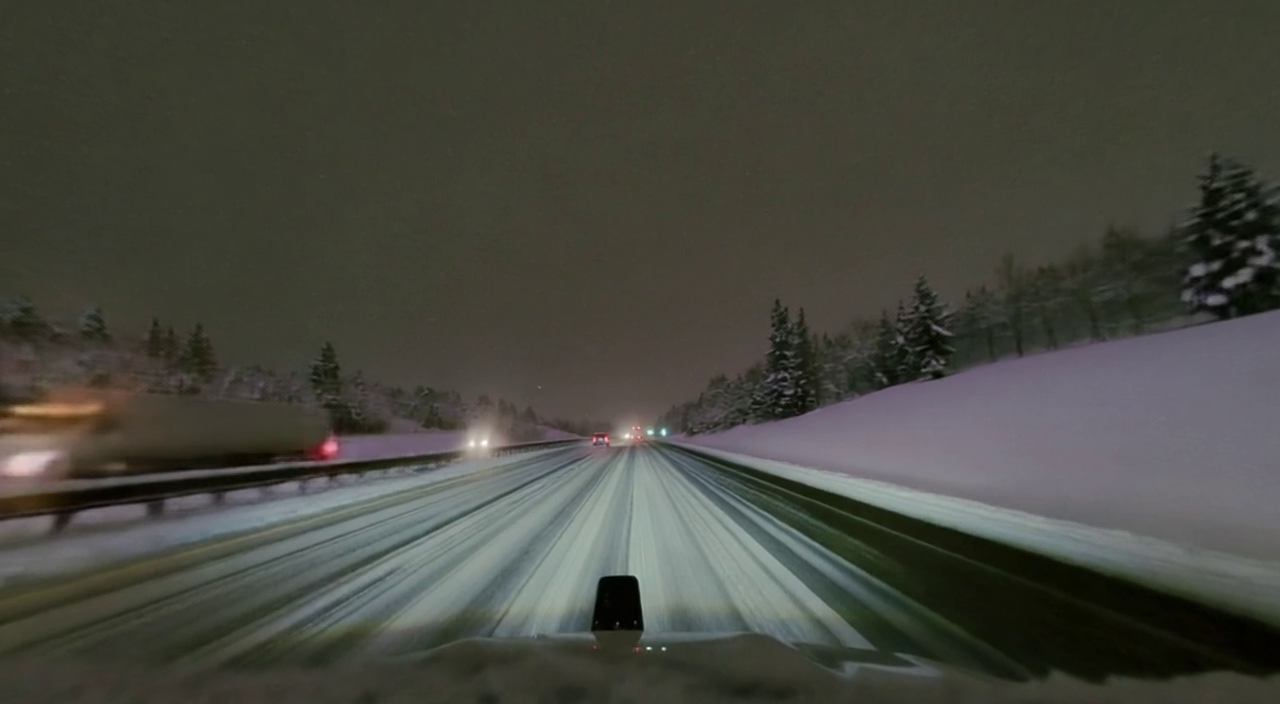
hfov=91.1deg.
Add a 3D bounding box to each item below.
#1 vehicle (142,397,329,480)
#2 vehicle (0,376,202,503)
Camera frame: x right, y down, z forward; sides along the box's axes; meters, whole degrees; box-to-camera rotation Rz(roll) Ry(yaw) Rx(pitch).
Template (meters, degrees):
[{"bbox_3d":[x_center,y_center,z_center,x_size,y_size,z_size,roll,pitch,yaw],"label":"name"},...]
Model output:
[{"bbox_3d":[-17.781,3.898,28.650,2.820,3.184,8.570,0,-8,0],"label":"vehicle"},{"bbox_3d":[-17.622,2.675,19.500,2.875,3.201,7.109,0,-8,-1],"label":"vehicle"}]
